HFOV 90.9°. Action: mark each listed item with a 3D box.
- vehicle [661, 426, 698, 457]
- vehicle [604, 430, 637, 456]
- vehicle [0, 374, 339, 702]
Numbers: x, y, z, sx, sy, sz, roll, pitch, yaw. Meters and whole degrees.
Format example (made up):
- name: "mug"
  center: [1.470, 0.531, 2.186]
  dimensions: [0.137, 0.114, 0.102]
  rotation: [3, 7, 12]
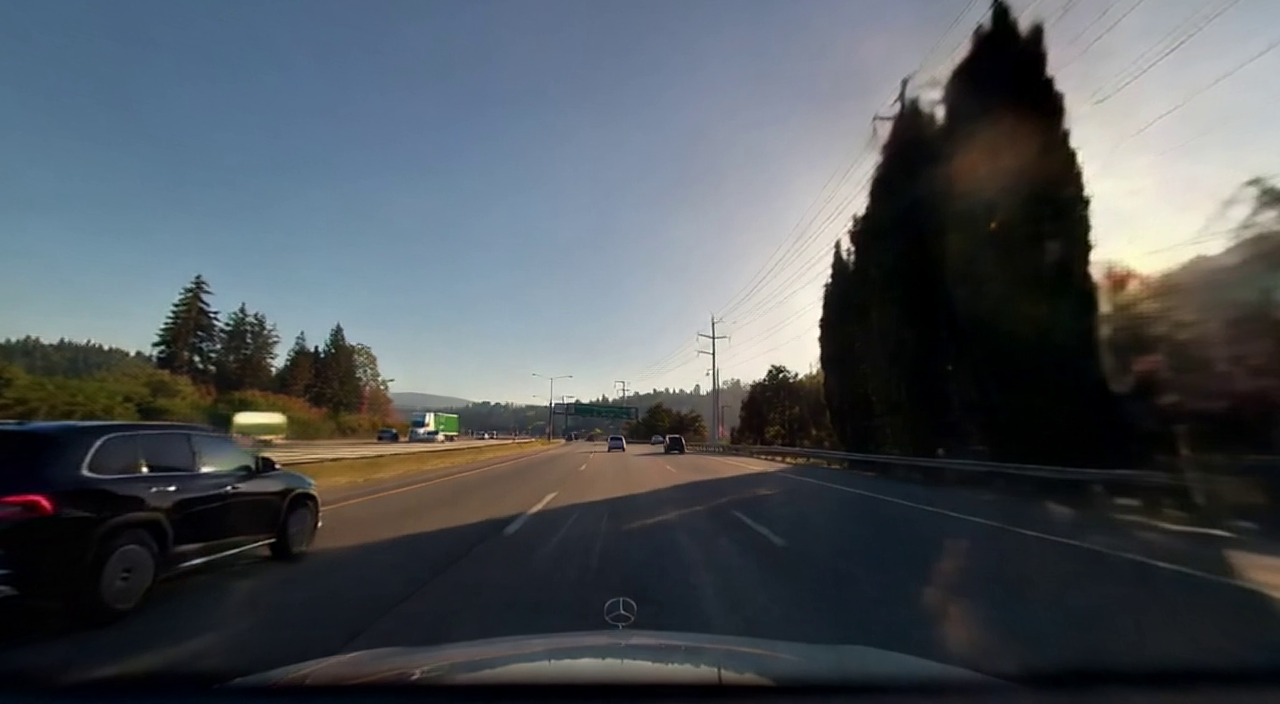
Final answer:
- name: "vehicle"
  center: [2.575, 5.946, 41.987]
  dimensions: [1.976, 1.905, 3.263]
  rotation: [0, -7, -5]
- name: "vehicle"
  center: [-1.407, 6.268, 43.605]
  dimensions: [2.159, 1.690, 3.720]
  rotation: [0, -7, -3]
- name: "vehicle"
  center: [-4.217, 1.109, 4.596]
  dimensions: [2.100, 1.590, 4.077]
  rotation: [0, -7, -2]
